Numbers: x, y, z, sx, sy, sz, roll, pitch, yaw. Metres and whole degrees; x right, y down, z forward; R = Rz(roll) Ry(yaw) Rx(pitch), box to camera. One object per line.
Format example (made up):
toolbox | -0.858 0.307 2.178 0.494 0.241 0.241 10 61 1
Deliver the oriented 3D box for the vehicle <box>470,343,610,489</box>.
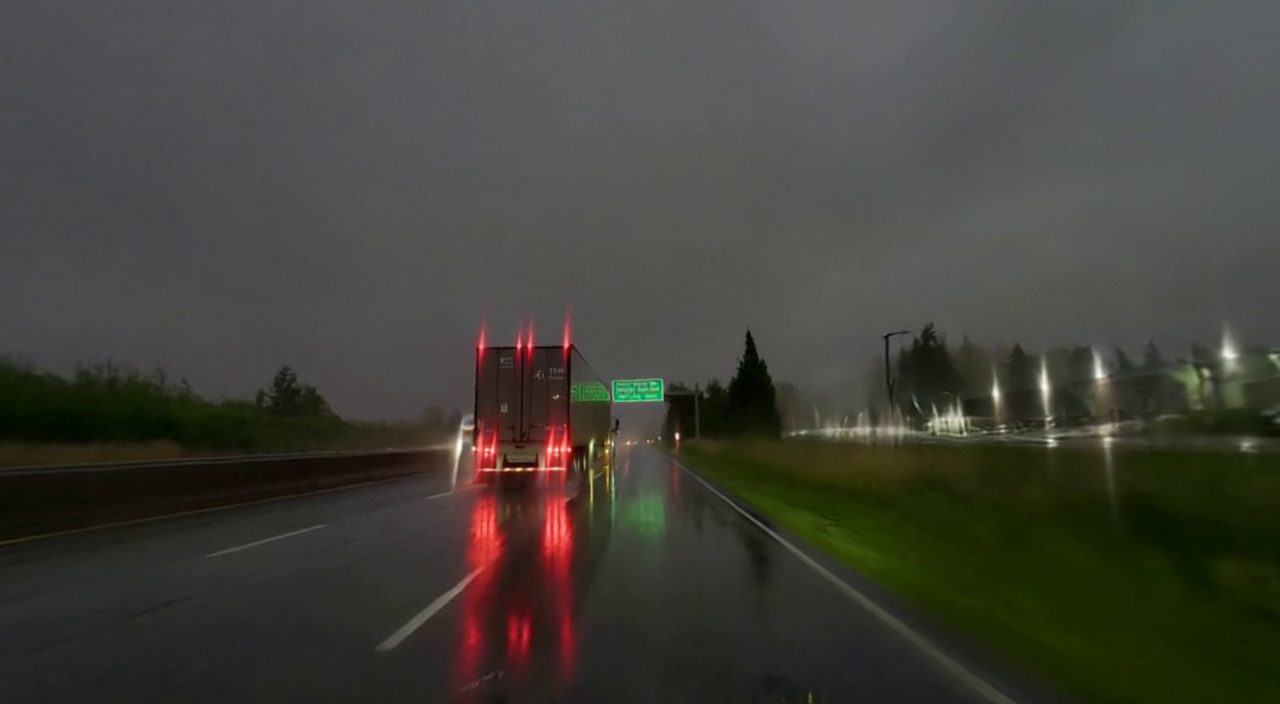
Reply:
vehicle | -3.101 2.779 24.586 2.947 4.051 14.256 0 -8 1
